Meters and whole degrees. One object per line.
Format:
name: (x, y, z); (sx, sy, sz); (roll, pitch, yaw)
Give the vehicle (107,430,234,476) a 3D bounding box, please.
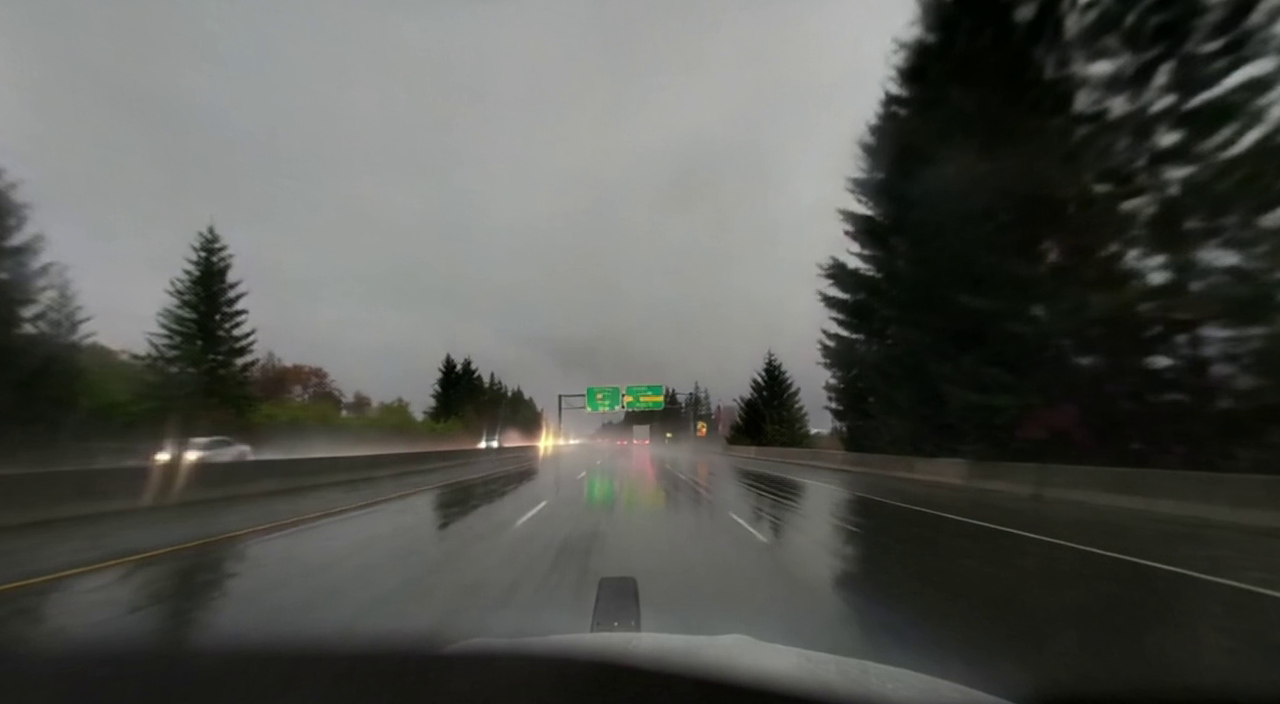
vehicle: (-21.639, 4.649, 29.331); (2.025, 1.927, 5.109); (0, -8, -1)
